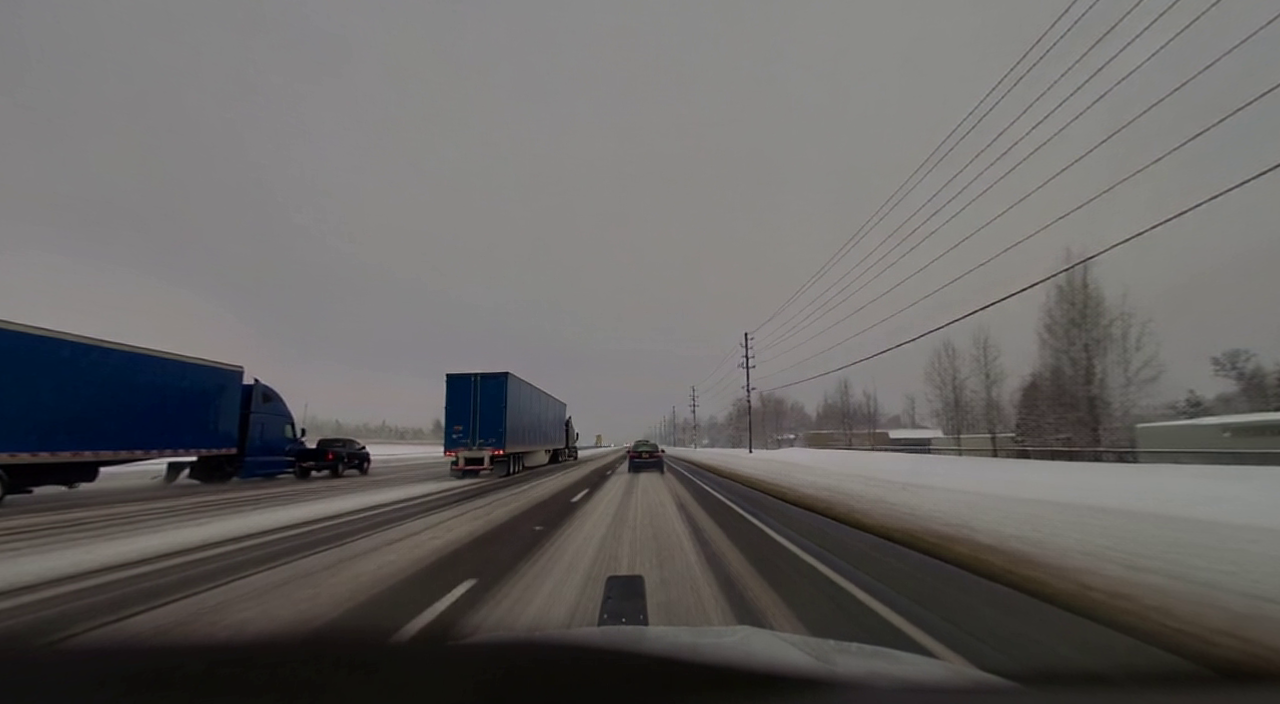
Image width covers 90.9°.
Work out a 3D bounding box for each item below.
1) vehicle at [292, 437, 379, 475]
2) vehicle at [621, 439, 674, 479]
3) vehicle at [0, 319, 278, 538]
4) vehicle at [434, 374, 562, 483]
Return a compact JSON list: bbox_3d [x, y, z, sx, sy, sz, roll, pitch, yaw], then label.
[{"bbox_3d":[-14.667,5.017,30.727,1.938,1.679,4.469,0,-8,1],"label":"vehicle"},{"bbox_3d":[0.293,4.471,26.579,2.055,1.514,4.323,0,-8,0],"label":"vehicle"},{"bbox_3d":[-10.701,1.405,11.080,2.896,3.140,9.491,0,-8,1],"label":"vehicle"},{"bbox_3d":[-6.309,4.012,31.553,2.907,4.081,15.311,0,-8,0],"label":"vehicle"}]
